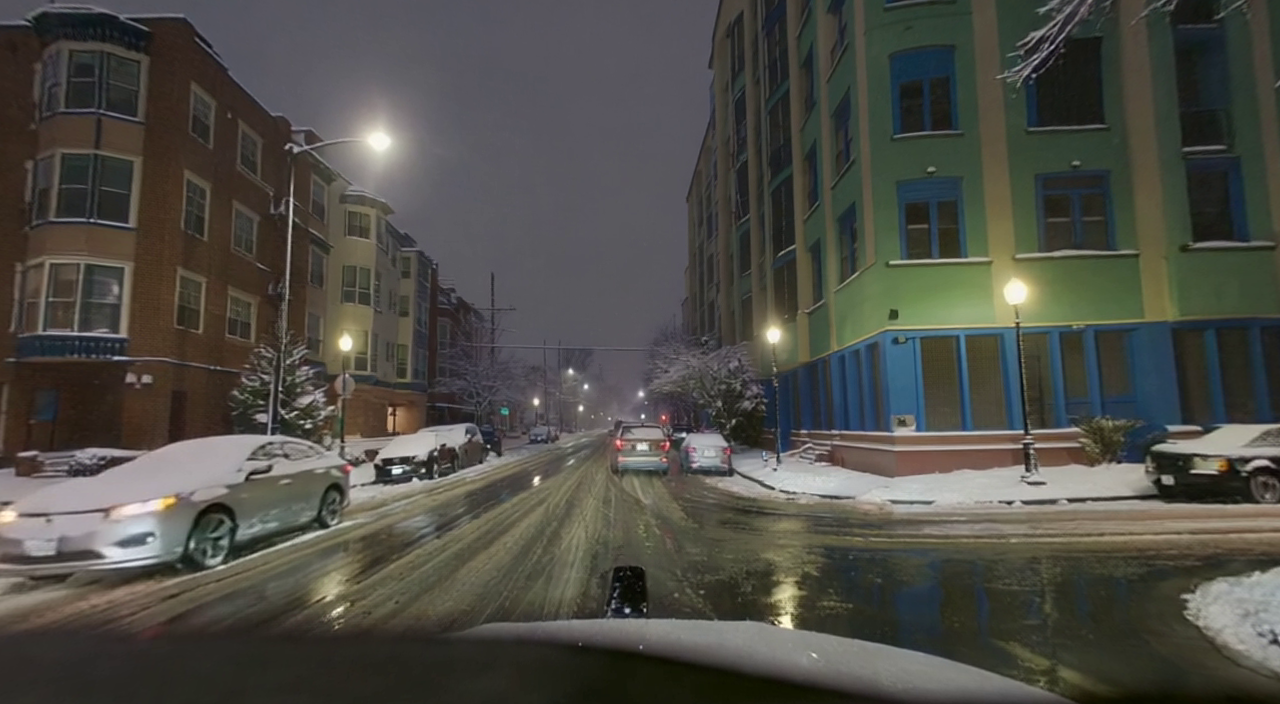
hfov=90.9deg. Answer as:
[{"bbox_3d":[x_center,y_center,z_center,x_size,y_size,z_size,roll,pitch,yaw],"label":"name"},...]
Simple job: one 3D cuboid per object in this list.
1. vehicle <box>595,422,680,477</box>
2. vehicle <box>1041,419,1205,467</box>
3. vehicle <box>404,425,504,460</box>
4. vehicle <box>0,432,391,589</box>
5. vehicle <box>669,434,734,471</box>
[{"bbox_3d":[-0.238,3.633,23.704,2.412,1.834,4.636,1,-9,-10],"label":"vehicle"},{"bbox_3d":[15.335,2.914,20.152,3.752,1.453,1.709,0,-9,2],"label":"vehicle"},{"bbox_3d":[-11.445,5.586,38.874,5.540,1.950,2.113,4,-12,-28],"label":"vehicle"},{"bbox_3d":[-5.434,1.890,8.591,2.226,1.465,5.034,0,-8,-3],"label":"vehicle"},{"bbox_3d":[2.509,4.286,26.994,2.290,1.456,4.503,0,-8,-1],"label":"vehicle"}]
